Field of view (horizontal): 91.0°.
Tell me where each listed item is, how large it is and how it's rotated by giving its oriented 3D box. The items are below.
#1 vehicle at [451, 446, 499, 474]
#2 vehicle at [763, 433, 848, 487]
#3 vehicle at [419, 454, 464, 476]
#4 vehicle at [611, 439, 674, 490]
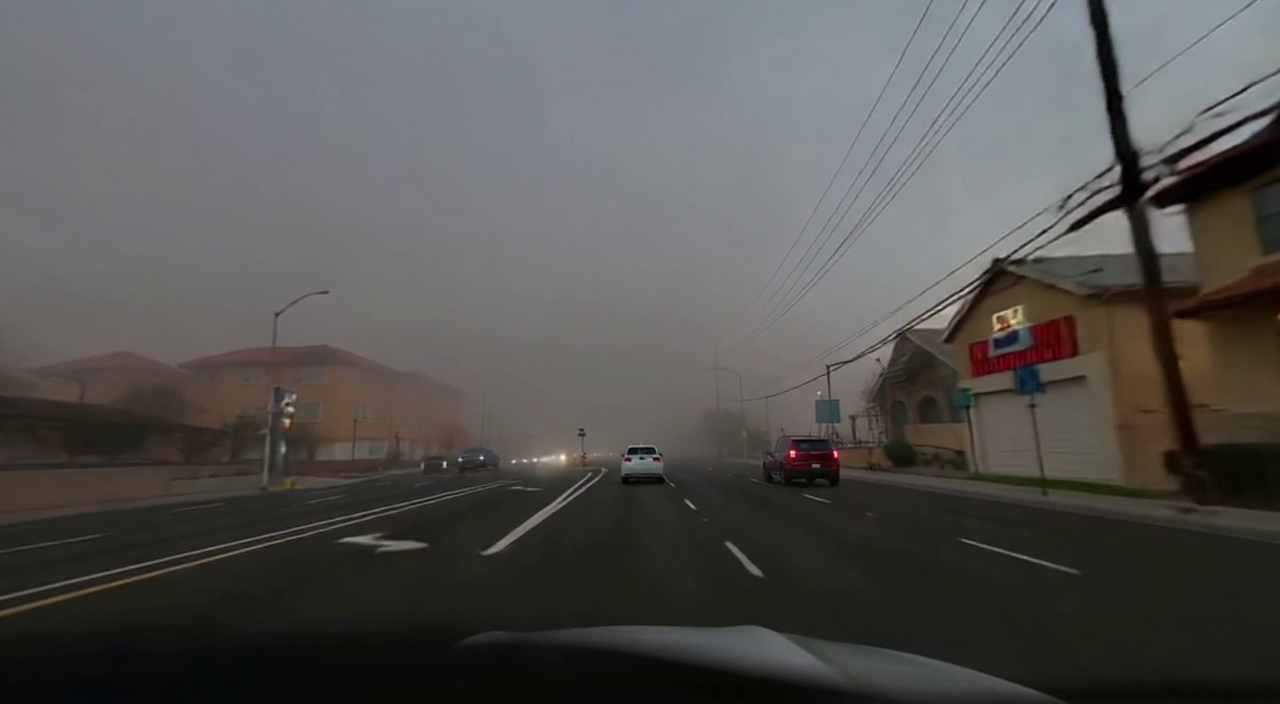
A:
[{"bbox_3d":[-11.164,7.333,42.937,2.078,1.825,4.611,0,-9,0],"label":"vehicle"},{"bbox_3d":[6.282,4.142,24.432,2.061,1.889,4.268,0,-9,-1],"label":"vehicle"},{"bbox_3d":[-14.722,8.380,47.017,1.945,1.504,4.362,0,-9,0],"label":"vehicle"},{"bbox_3d":[0.062,4.144,23.560,2.138,1.702,4.168,0,-9,-1],"label":"vehicle"}]
